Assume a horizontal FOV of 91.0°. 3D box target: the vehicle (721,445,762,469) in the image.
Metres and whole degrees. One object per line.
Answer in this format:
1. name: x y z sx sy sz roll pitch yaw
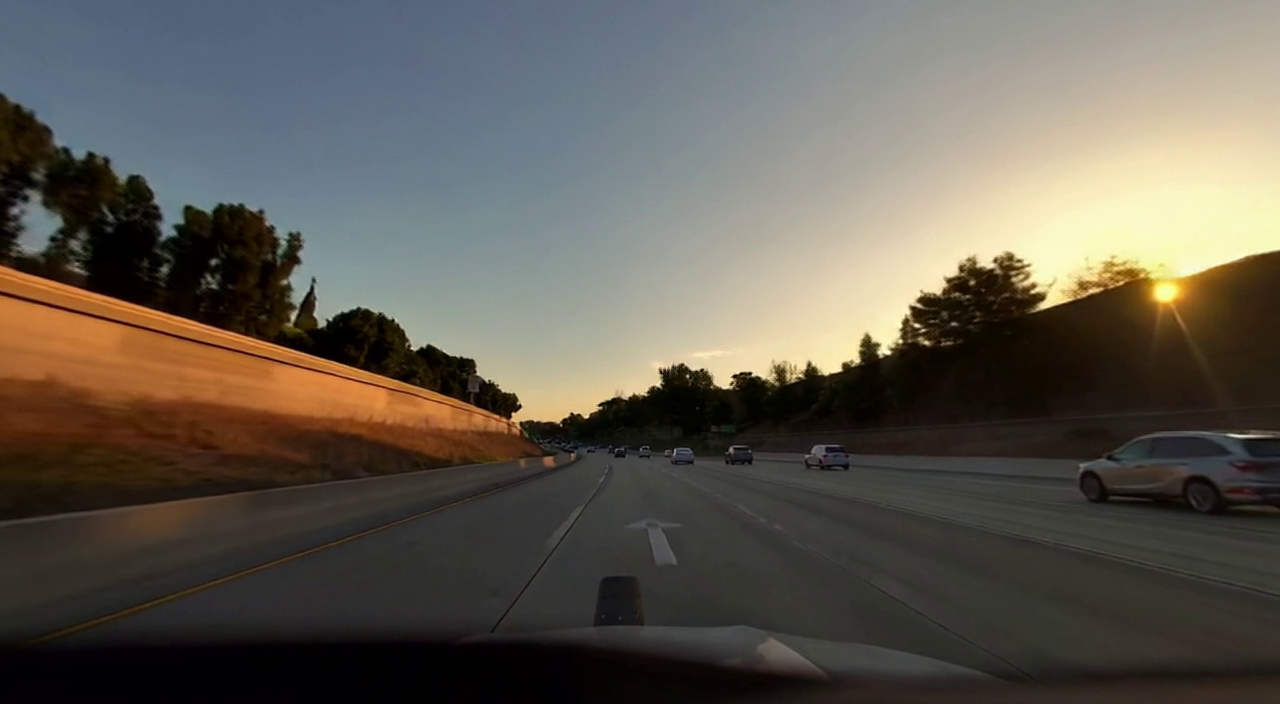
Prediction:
1. vehicle: 6.862 7.122 42.929 1.904 1.488 4.299 1 -8 -3

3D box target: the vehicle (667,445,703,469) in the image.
1. vehicle: 2.904 6.913 41.644 1.934 1.491 3.982 1 -8 -3

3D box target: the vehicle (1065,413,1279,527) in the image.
1. vehicle: 10.857 2.174 12.124 2.077 1.763 4.472 0 -8 -1

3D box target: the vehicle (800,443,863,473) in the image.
1. vehicle: 10.577 5.871 35.078 1.987 1.546 4.271 1 -8 -3
